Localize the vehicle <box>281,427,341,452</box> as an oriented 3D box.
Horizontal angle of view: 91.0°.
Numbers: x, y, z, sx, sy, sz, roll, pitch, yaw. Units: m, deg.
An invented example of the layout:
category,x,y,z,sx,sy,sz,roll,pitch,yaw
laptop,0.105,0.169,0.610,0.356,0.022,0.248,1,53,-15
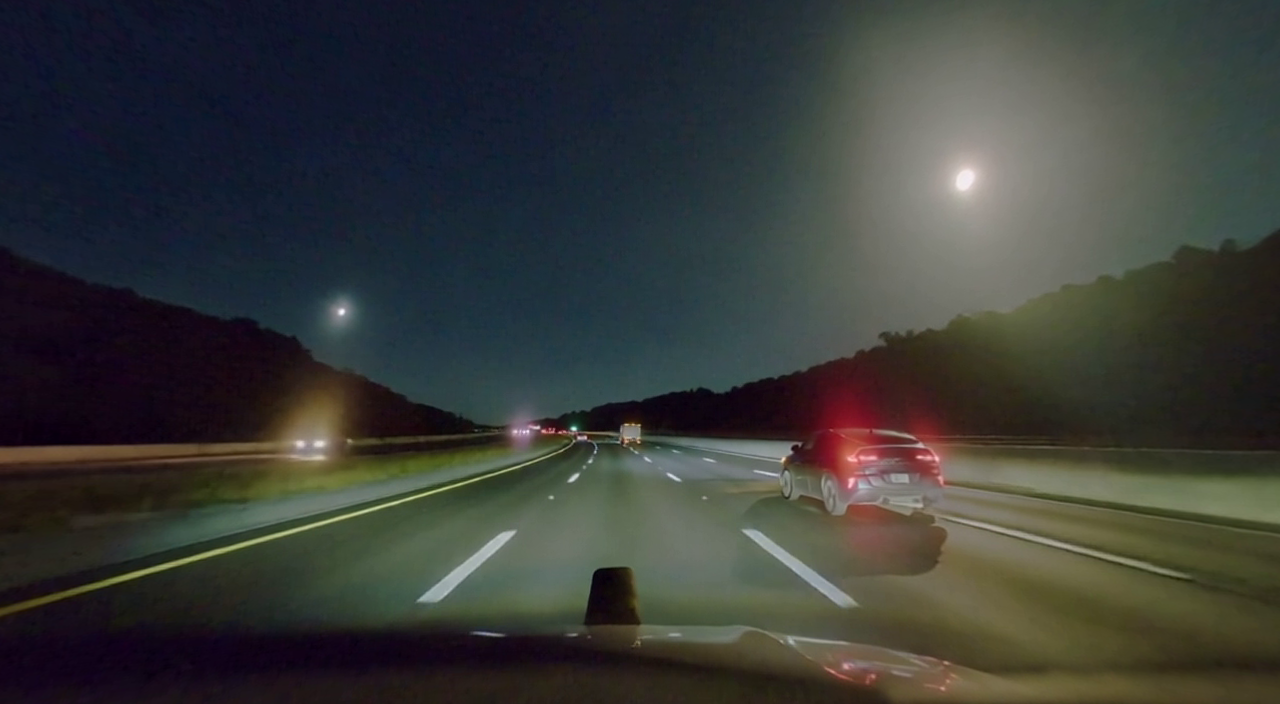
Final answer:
category,x,y,z,sx,sy,sz,roll,pitch,yaw
vehicle,-21.103,5.662,40.555,1.792,1.491,4.159,0,-8,-3
